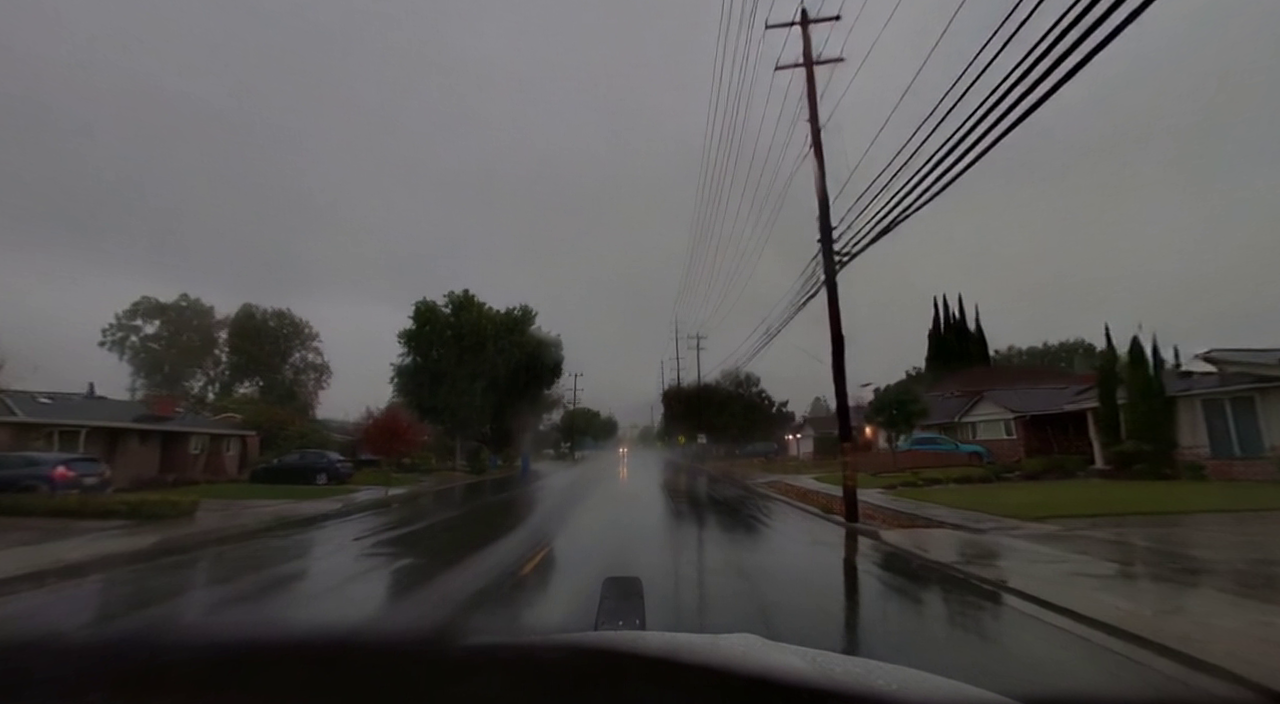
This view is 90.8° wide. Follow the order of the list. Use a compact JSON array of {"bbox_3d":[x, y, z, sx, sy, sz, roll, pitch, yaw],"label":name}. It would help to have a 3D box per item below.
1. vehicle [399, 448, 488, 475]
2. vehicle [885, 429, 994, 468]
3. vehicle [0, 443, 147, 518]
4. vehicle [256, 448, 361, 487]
[{"bbox_3d":[-12.462,6.960,40.288,4.893,1.567,2.105,-1,-9,6],"label":"vehicle"},{"bbox_3d":[14.880,4.845,31.601,4.373,1.759,2.093,0,-10,5],"label":"vehicle"},{"bbox_3d":[-15.229,3.206,16.170,4.232,1.693,1.949,-3,-9,18],"label":"vehicle"},{"bbox_3d":[-14.957,5.205,28.941,1.978,1.586,5.192,0,-9,0],"label":"vehicle"}]
